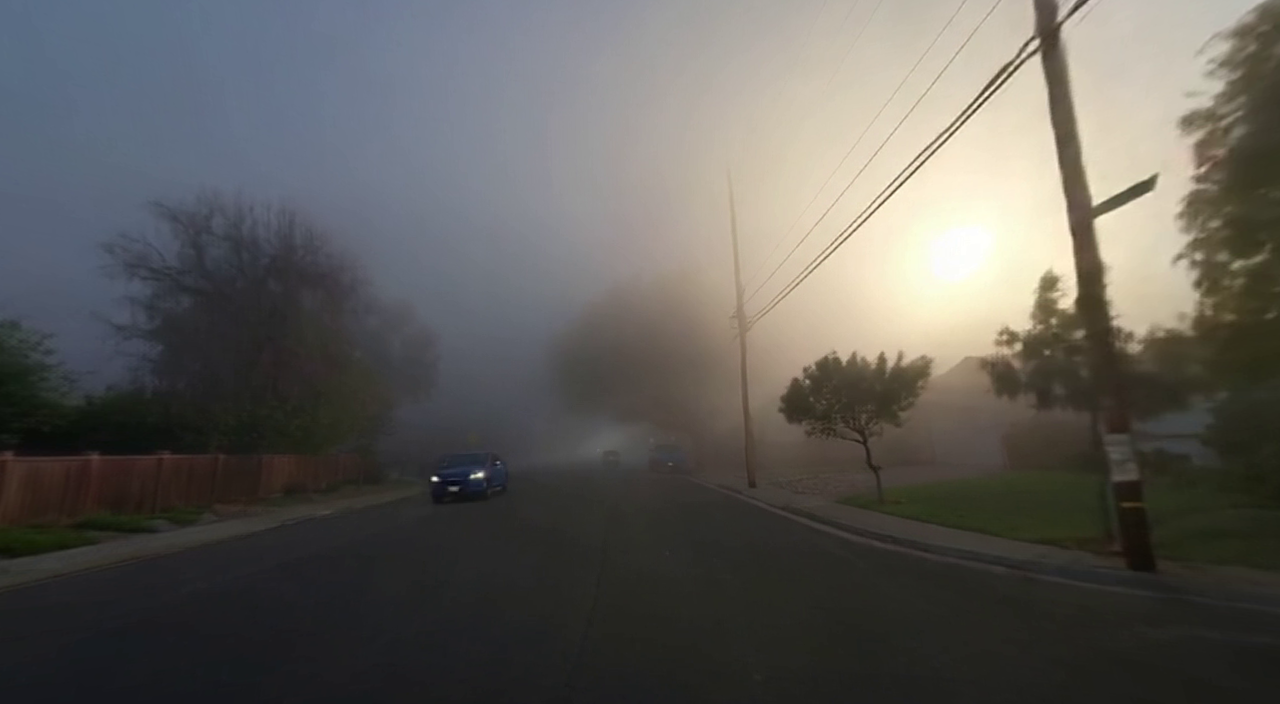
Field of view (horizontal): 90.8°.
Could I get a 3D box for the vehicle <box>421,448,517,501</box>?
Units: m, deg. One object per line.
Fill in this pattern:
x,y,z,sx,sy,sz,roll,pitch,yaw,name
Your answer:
-5.440,3.917,20.675,1.926,1.513,4.236,0,-9,0,vehicle

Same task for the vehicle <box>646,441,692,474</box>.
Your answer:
1.722,6.590,39.793,2.394,1.901,5.759,0,-9,-2,vehicle

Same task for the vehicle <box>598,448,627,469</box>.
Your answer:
-2.032,7.870,47.051,2.064,1.477,3.968,0,-9,-2,vehicle
